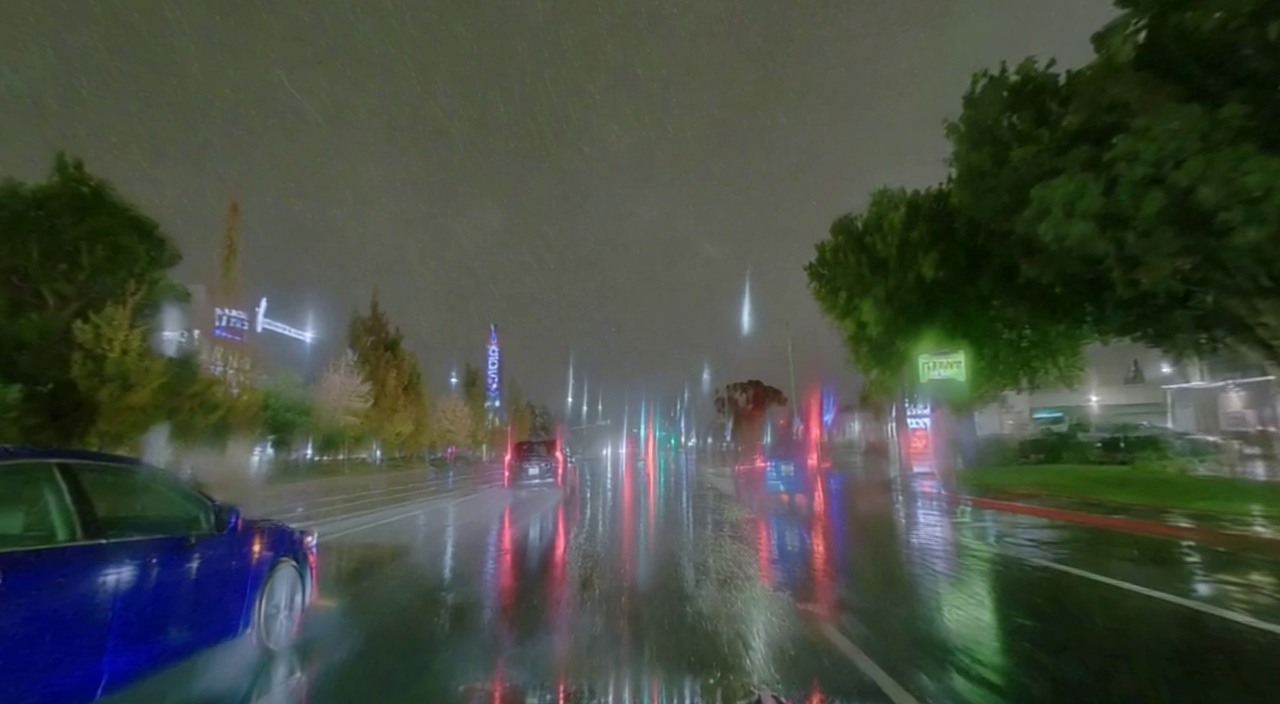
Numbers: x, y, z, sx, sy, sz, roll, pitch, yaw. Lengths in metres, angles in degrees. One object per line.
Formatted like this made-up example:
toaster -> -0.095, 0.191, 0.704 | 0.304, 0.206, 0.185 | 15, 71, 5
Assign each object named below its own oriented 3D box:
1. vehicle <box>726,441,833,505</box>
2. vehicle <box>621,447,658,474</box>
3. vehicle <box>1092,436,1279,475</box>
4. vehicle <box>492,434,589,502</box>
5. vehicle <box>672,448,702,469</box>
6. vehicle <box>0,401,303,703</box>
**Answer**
vehicle -> 3.613, 3.210, 17.202 | 1.904, 1.490, 4.299 | 0, -8, -1
vehicle -> -0.030, 6.343, 36.951 | 2.069, 1.445, 3.965 | 0, -8, 0
vehicle -> 19.797, 3.792, 23.067 | 4.938, 1.368, 1.842 | -1, -9, 4
vehicle -> -2.874, 3.477, 19.347 | 2.193, 1.788, 4.603 | 0, -8, 0
vehicle -> 3.595, 8.186, 48.742 | 1.986, 1.494, 4.142 | 0, -8, -1
vehicle -> -2.933, 0.782, 1.179 | 1.956, 1.460, 4.802 | 0, -8, 0
